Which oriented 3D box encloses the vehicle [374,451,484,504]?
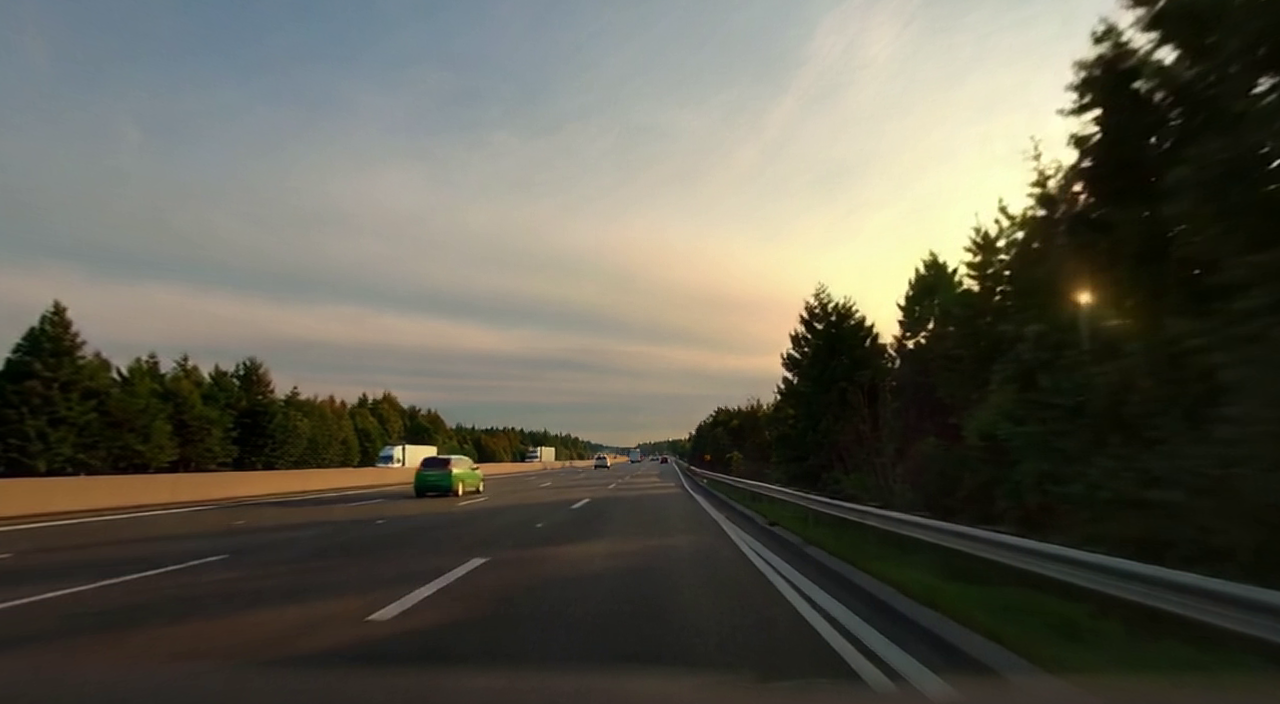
[{"bbox_3d":[-6.954,4.154,21.322,1.996,1.579,4.439,0,-9,2],"label":"vehicle"}]
